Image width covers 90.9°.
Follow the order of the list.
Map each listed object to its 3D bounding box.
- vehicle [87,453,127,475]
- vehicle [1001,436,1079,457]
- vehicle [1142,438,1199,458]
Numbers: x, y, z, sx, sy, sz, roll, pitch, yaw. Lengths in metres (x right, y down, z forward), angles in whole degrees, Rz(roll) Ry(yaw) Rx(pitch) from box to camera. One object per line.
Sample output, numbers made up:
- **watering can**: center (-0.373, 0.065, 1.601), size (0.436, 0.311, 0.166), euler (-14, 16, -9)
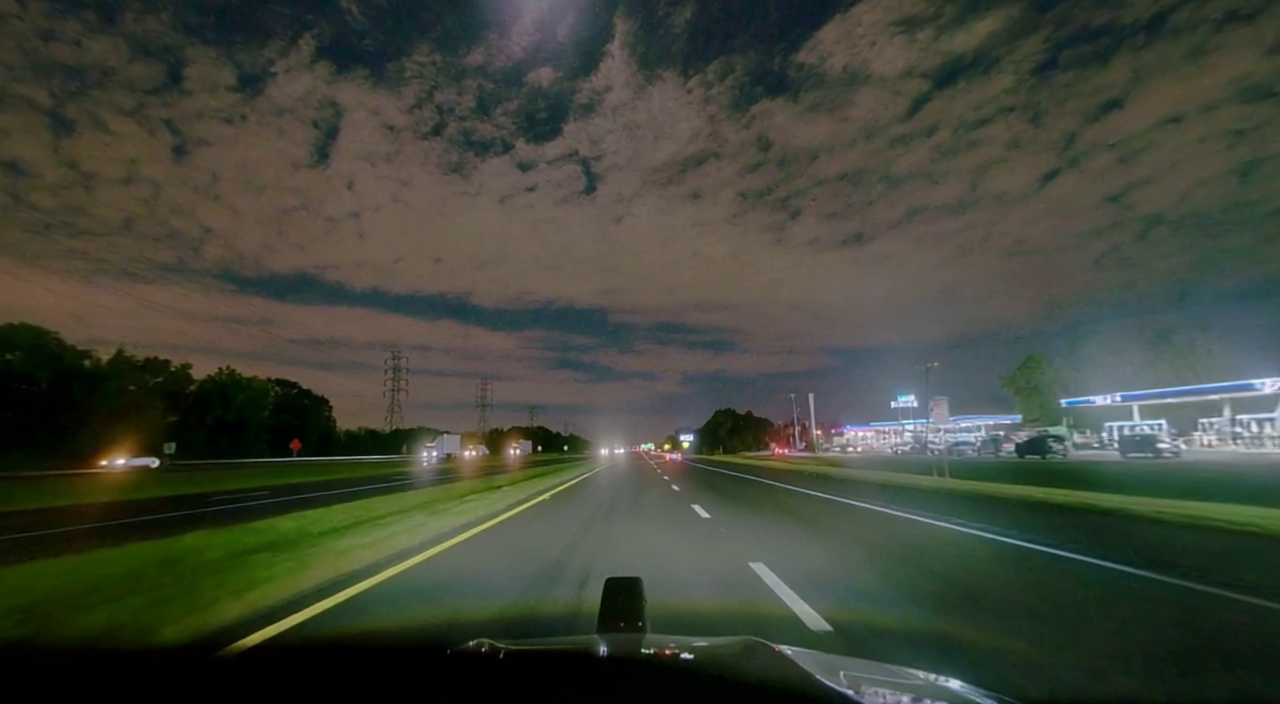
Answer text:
- **vehicle**: center (-39.085, 8.178, 46.175), size (4.106, 1.445, 1.802), euler (-9, -11, 44)
- **vehicle**: center (29.843, 7.074, 47.058), size (4.541, 1.499, 1.838), euler (-8, -12, 43)
- **vehicle**: center (40.590, 7.323, 48.172), size (4.671, 1.458, 1.880), euler (6, -10, -33)
